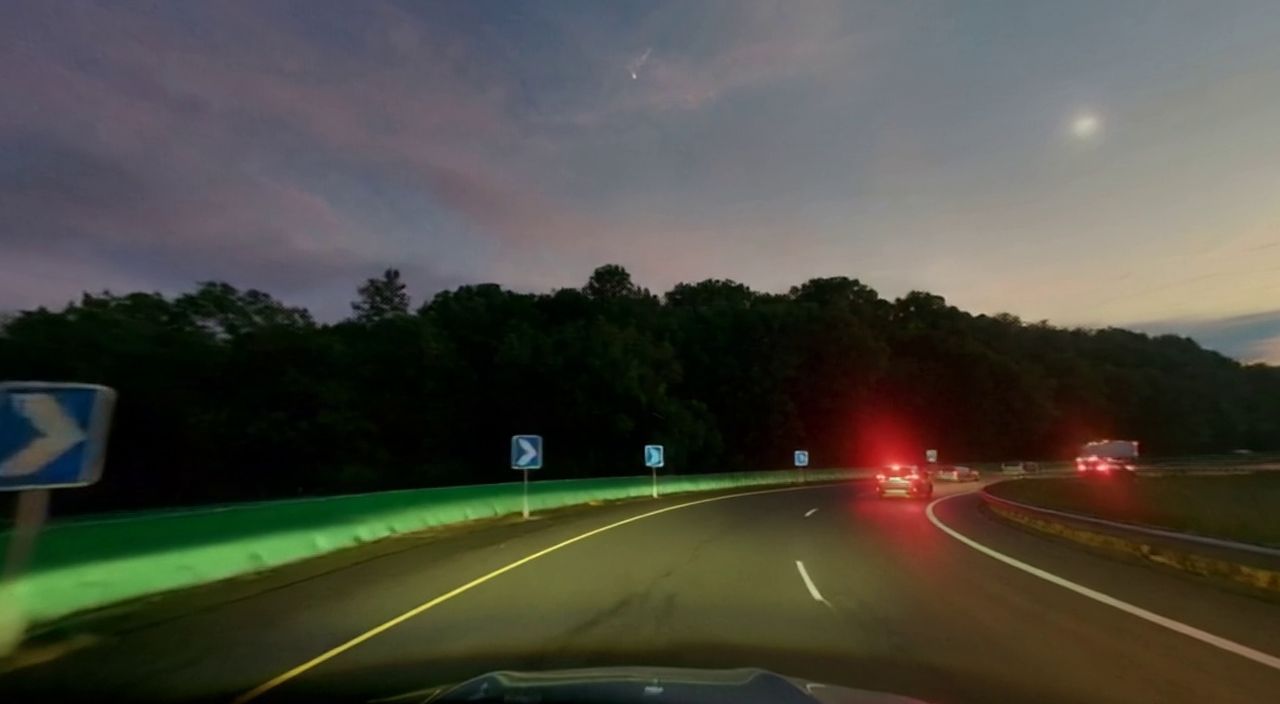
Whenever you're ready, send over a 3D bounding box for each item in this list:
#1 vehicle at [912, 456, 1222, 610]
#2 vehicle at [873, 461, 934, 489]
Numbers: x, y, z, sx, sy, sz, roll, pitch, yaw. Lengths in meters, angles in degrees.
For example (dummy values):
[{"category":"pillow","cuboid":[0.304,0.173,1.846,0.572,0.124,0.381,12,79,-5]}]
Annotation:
[{"category":"vehicle","cuboid":[5.540,2.350,9.007,2.023,1.593,4.105,-1,-11,9]},{"category":"vehicle","cuboid":[15.118,7.039,36.067,1.992,1.503,3.793,-9,-14,42]}]
